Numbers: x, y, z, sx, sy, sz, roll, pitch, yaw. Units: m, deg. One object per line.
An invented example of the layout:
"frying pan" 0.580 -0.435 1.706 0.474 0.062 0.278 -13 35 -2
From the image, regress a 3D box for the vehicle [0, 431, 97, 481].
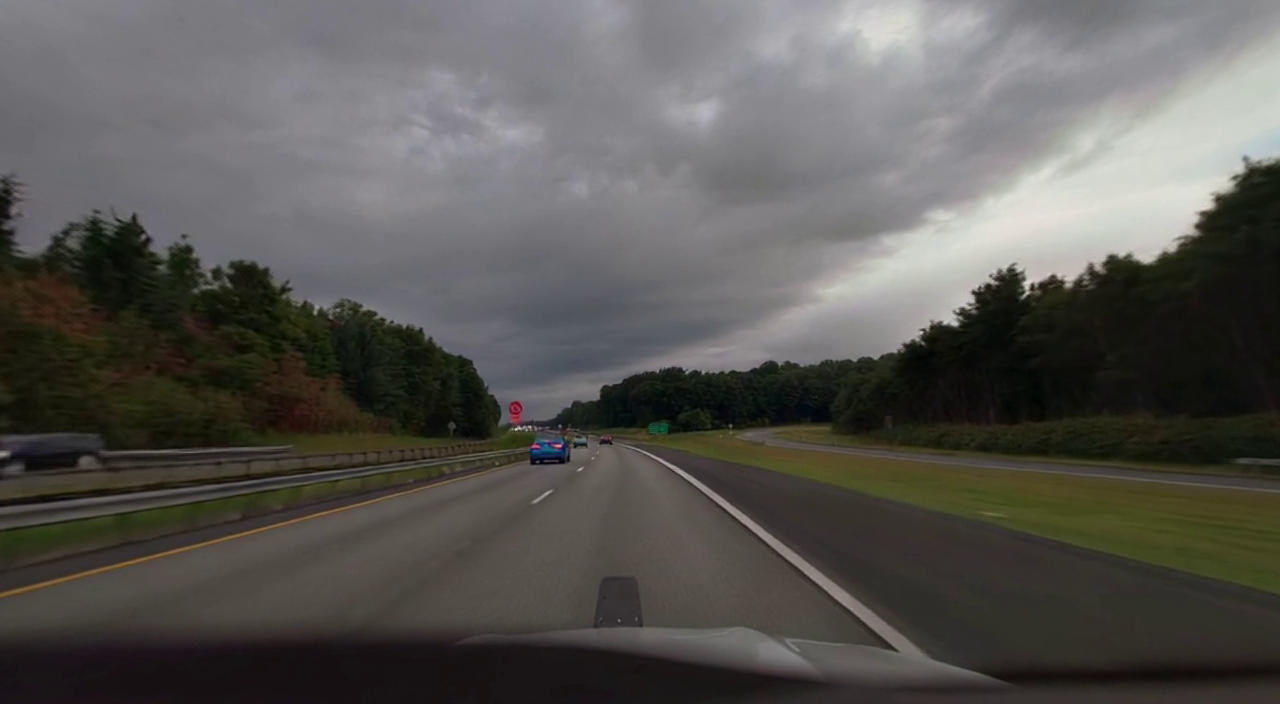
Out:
"vehicle" -19.259 3.119 19.087 1.892 1.435 4.234 0 -7 -1

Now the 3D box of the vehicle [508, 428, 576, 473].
"vehicle" -3.846 3.914 25.497 2.047 1.612 4.631 0 -7 -1
